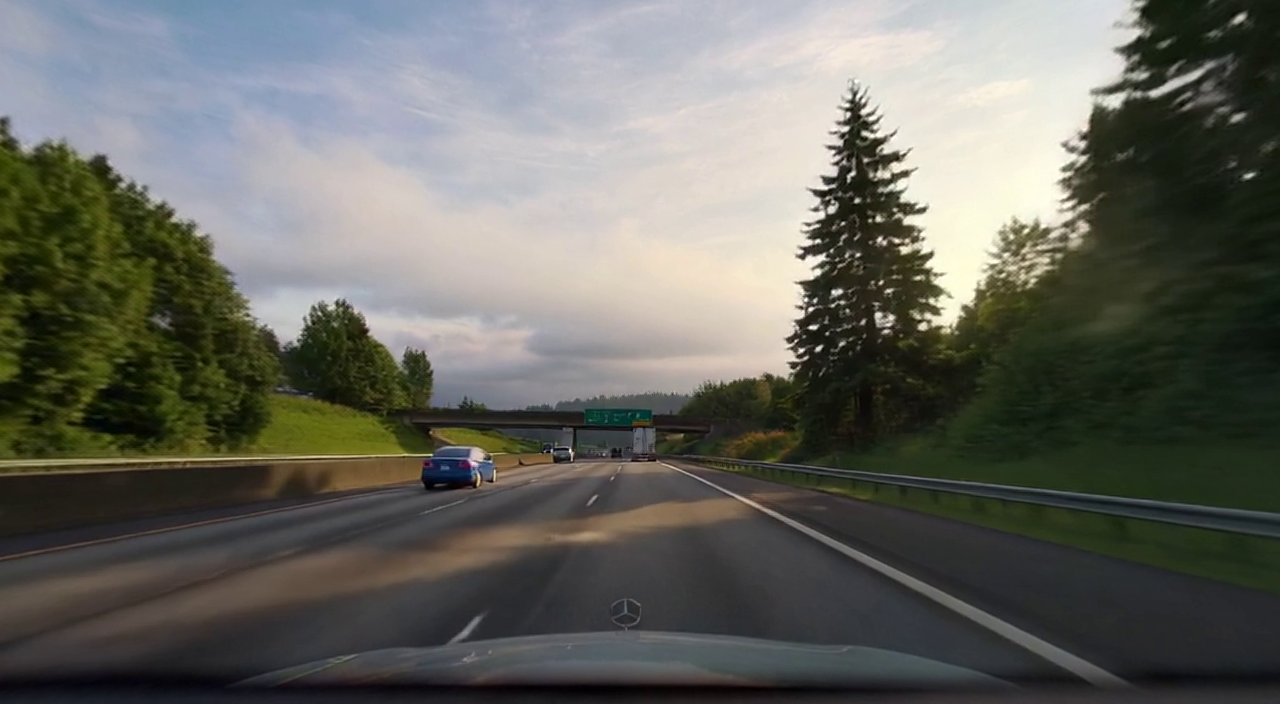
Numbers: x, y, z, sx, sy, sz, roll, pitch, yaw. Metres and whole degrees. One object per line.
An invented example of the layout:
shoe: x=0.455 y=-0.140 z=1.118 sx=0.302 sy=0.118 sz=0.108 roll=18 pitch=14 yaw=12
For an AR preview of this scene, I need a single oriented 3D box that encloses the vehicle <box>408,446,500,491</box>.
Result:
vehicle: x=-6.790 y=4.268 z=23.571 sx=2.038 sy=1.489 sz=4.603 roll=0 pitch=-9 yaw=0
